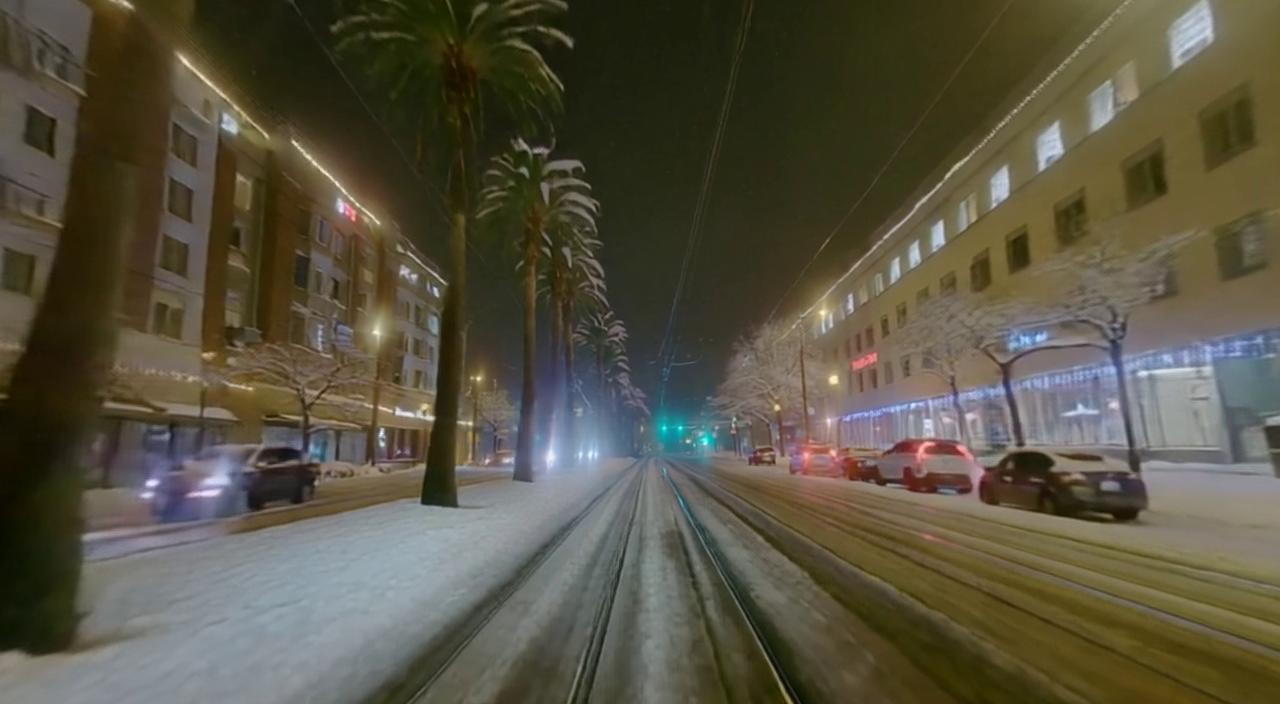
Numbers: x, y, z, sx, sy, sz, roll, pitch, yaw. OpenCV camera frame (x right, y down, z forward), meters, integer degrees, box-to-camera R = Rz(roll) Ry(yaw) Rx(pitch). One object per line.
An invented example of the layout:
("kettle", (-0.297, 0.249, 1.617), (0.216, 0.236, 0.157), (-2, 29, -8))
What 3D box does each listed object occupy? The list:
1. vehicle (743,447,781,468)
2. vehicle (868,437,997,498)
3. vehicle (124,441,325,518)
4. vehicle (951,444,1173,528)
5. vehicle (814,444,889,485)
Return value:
("vehicle", (9.114, 7.868, 47.317), (1.822, 1.494, 4.385), (0, -8, -2))
("vehicle", (8.722, 3.450, 19.317), (1.867, 1.627, 4.357), (0, -8, 0))
("vehicle", (-10.630, 3.245, 16.707), (2.042, 1.716, 4.634), (-1, -8, 2))
("vehicle", (8.637, 2.727, 13.493), (1.733, 1.468, 4.326), (0, -8, 0))
("vehicle", (8.492, 4.523, 25.661), (1.715, 1.500, 3.910), (0, -8, 1))
